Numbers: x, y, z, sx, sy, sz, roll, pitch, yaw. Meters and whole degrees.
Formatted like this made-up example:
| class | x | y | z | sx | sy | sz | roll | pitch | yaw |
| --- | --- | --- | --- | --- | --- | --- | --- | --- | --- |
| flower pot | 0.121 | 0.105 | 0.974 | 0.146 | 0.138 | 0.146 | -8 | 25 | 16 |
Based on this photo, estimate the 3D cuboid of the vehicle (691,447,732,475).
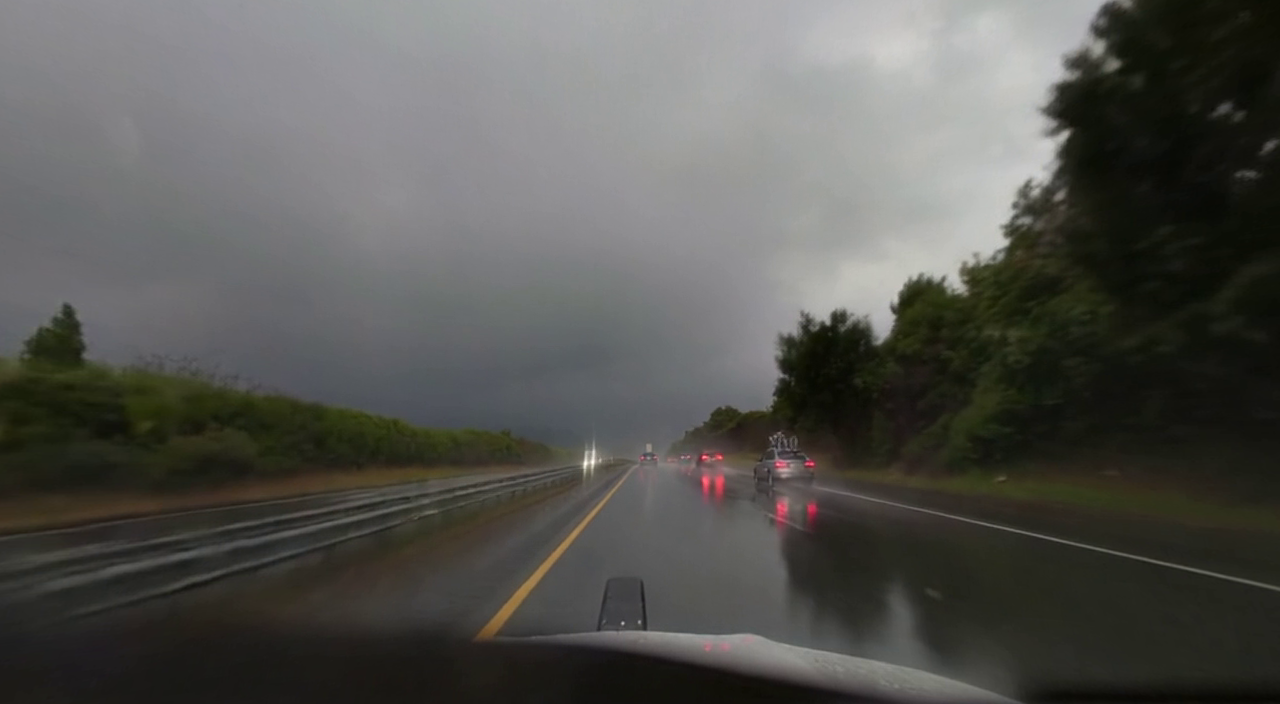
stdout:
| class | x | y | z | sx | sy | sz | roll | pitch | yaw |
| --- | --- | --- | --- | --- | --- | --- | --- | --- | --- |
| vehicle | 4.563 | 7.063 | 40.992 | 2.122 | 1.662 | 4.392 | 0 | -9 | 0 |

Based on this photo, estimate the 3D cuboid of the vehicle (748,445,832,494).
| class | x | y | z | sx | sy | sz | roll | pitch | yaw |
| --- | --- | --- | --- | --- | --- | --- | --- | --- | --- |
| vehicle | 5.125 | 4.066 | 22.081 | 1.964 | 1.513 | 3.707 | 0 | -9 | -1 |
